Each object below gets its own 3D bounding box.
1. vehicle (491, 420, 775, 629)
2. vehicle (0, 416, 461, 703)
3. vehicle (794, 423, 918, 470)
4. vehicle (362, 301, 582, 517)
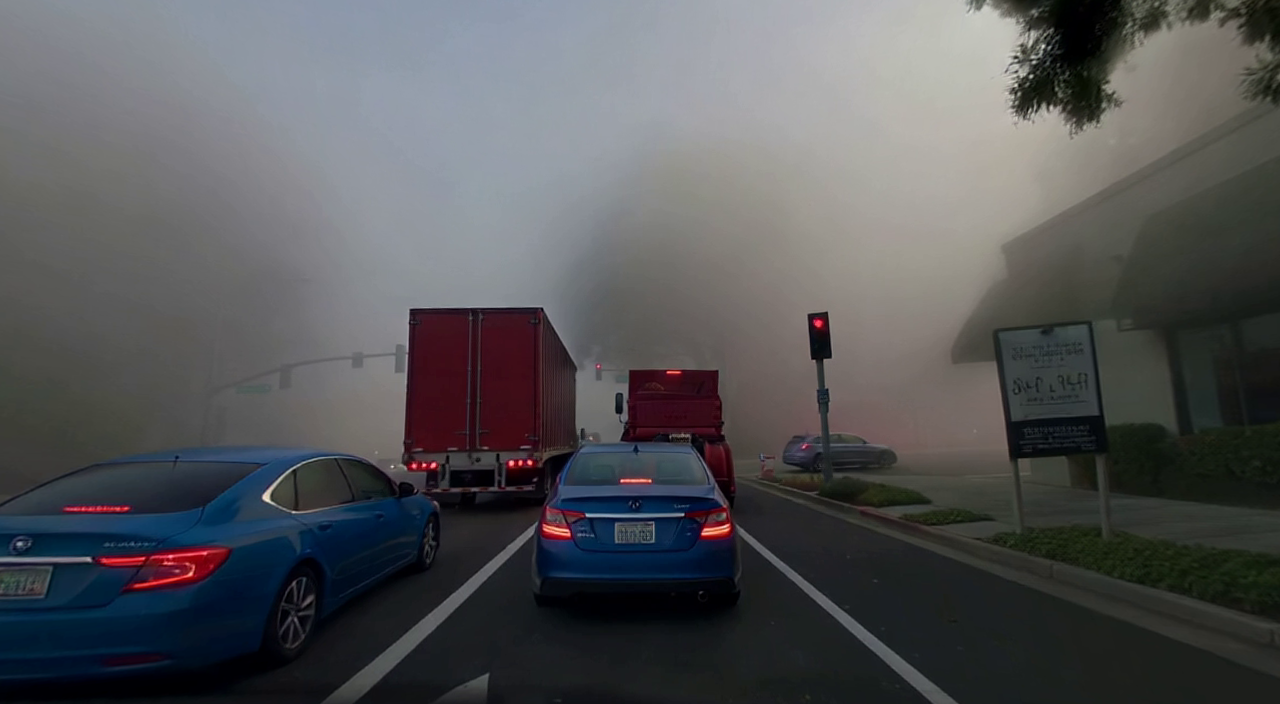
[{"bbox_3d":[-0.102,1.567,6.709,2.067,1.506,4.118,0,-8,-2],"label":"vehicle"},{"bbox_3d":[-3.096,1.365,5.155,1.969,1.471,4.378,0,-8,0],"label":"vehicle"},{"bbox_3d":[9.519,4.193,27.840,4.681,1.713,1.969,-1,-10,-12],"label":"vehicle"},{"bbox_3d":[-3.252,1.489,14.619,3.020,3.800,7.105,0,-8,1],"label":"vehicle"}]
